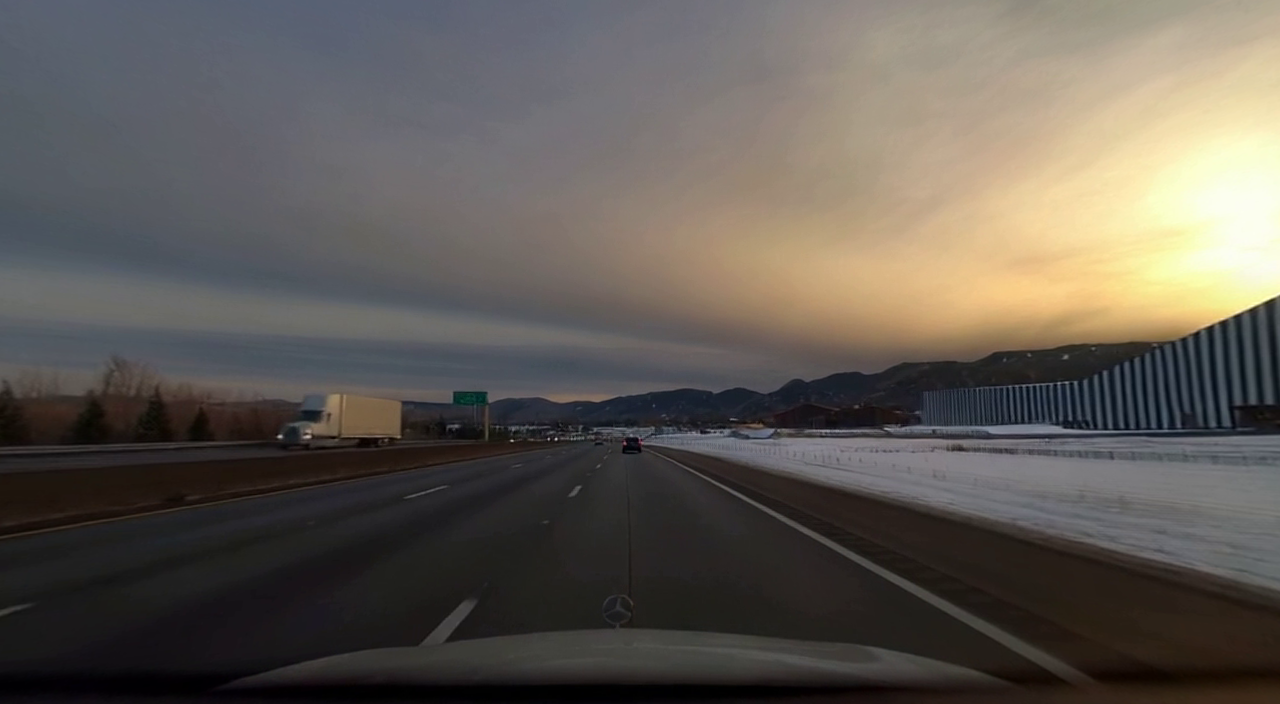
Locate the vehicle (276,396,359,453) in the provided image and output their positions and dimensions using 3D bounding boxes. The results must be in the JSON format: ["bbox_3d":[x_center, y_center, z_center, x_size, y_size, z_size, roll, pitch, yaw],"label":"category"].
[{"bbox_3d":[-23.794,5.451,46.821,2.900,3.946,6.115,0,-8,-1],"label":"vehicle"}]
